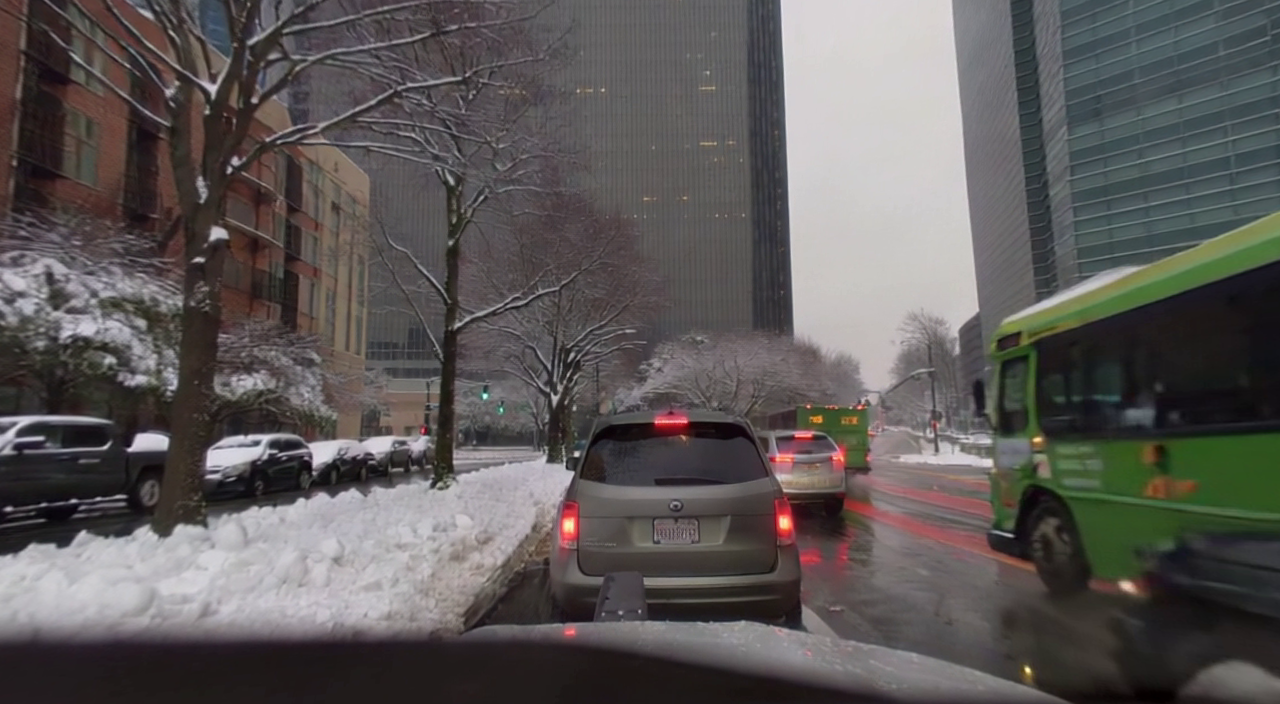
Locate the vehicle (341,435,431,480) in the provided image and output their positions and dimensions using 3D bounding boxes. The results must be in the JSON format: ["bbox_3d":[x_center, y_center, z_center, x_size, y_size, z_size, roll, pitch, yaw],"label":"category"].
[{"bbox_3d":[-12.094,5.064,30.603,2.338,1.963,5.740,0,-9,-4],"label":"vehicle"}]

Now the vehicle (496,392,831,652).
[{"bbox_3d":[0.200,1.427,6.311,2.192,1.695,4.142,0,-8,1],"label":"vehicle"}]

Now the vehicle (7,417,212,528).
[{"bbox_3d":[-10.872,2.456,13.302,1.482,2.019,3.297,0,-9,-4],"label":"vehicle"}]

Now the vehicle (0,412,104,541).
[{"bbox_3d":[-10.497,1.918,9.756,1.543,1.946,3.454,1,-9,-6],"label":"vehicle"}]

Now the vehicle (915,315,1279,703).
[{"bbox_3d":[2.864,0.723,1.598,2.097,1.697,5.065,0,-8,1],"label":"vehicle"}]

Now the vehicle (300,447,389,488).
[{"bbox_3d":[-11.587,4.500,25.092,1.791,1.463,4.210,0,-9,-4],"label":"vehicle"}]

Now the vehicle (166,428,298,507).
[{"bbox_3d":[-11.227,3.166,17.674,1.559,1.973,3.419,1,-9,-5],"label":"vehicle"}]
